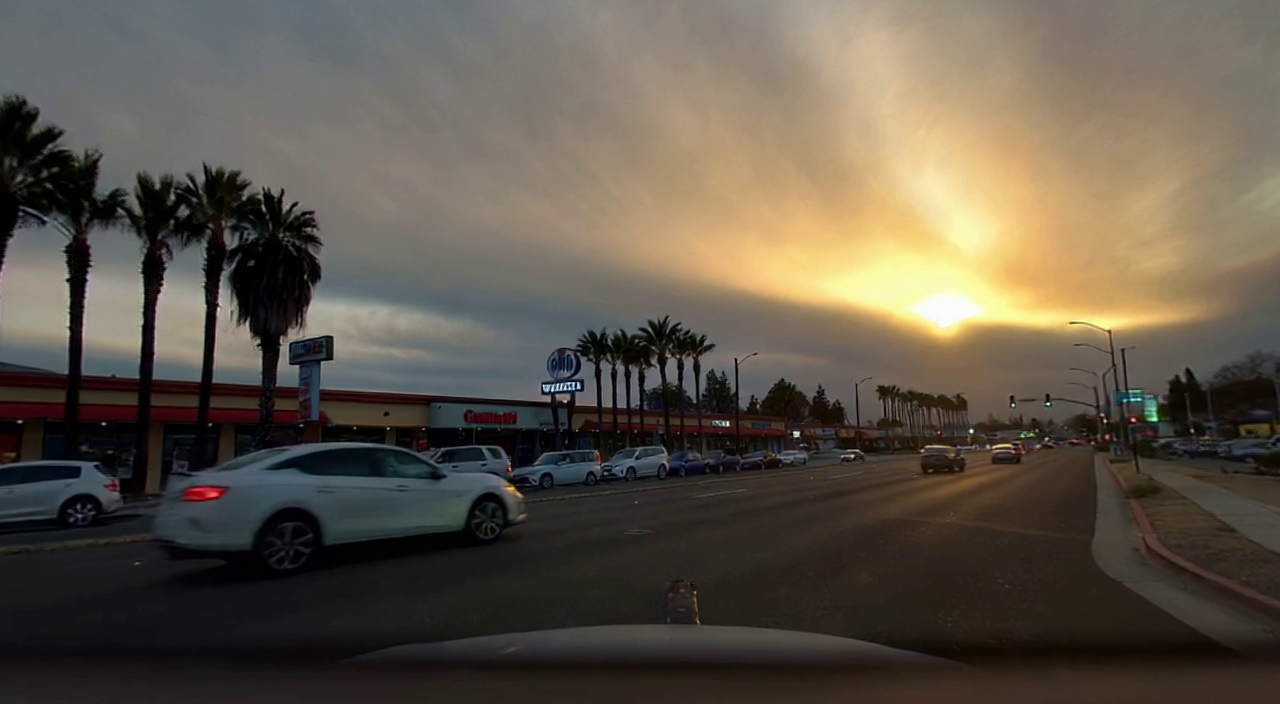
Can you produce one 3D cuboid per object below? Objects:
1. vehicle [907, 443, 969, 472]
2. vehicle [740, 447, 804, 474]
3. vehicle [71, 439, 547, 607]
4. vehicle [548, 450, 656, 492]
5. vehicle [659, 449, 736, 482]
[{"bbox_3d":[17.031,5.963,35.807,2.035,1.485,4.849,-7,-11,38],"label":"vehicle"},{"bbox_3d":[8.049,6.537,38.064,1.981,1.493,4.721,-6,-11,36],"label":"vehicle"},{"bbox_3d":[-4.002,1.951,8.380,5.090,1.513,2.232,8,-12,-44],"label":"vehicle"},{"bbox_3d":[-1.397,4.652,25.009,1.837,1.468,4.389,-6,-11,37],"label":"vehicle"},{"bbox_3d":[2.876,5.501,30.851,1.776,1.448,4.137,-6,-11,37],"label":"vehicle"}]
